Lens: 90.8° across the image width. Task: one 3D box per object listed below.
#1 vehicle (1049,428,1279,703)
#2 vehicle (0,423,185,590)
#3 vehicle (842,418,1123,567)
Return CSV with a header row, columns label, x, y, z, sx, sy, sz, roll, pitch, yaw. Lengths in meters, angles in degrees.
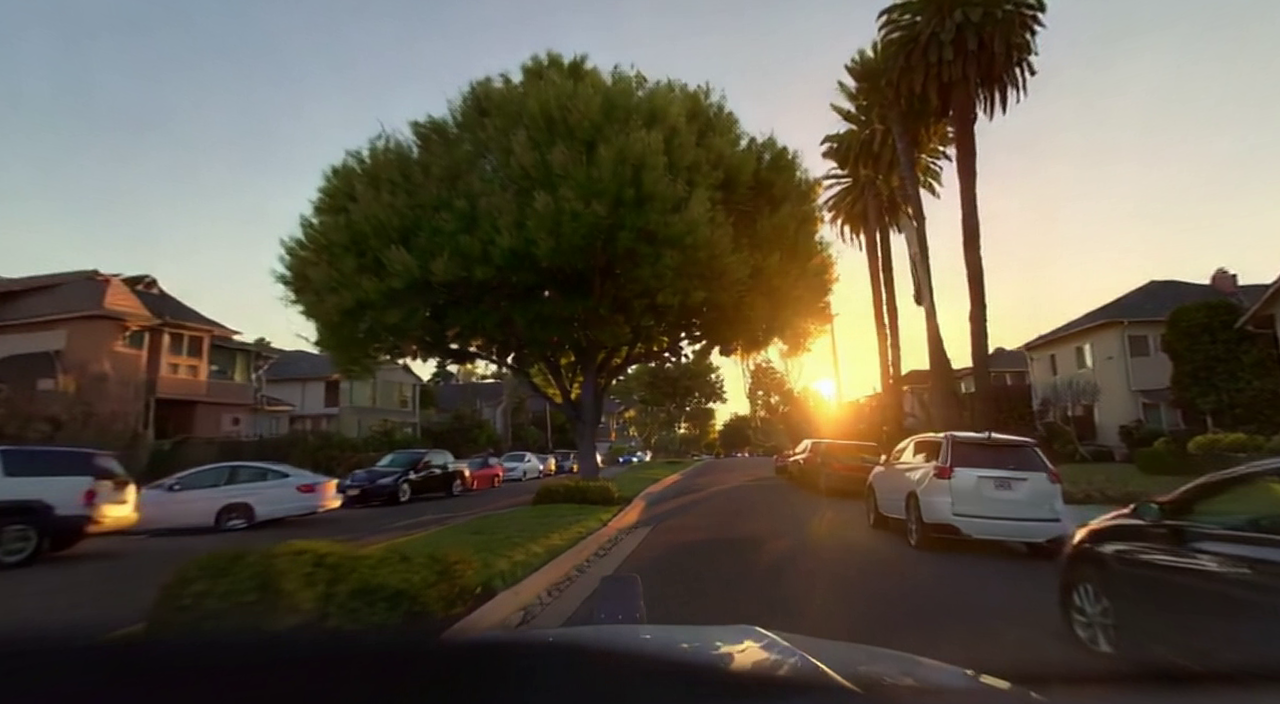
label,x,y,z,sx,sy,sz,roll,pitch,yaw
vehicle,3.954,1.060,2.750,2.001,1.461,4.492,-2,-8,10
vehicle,-8.488,1.788,7.636,4.273,1.772,1.995,1,-8,-9
vehicle,4.611,1.928,9.463,2.016,1.670,4.372,-1,-8,5
